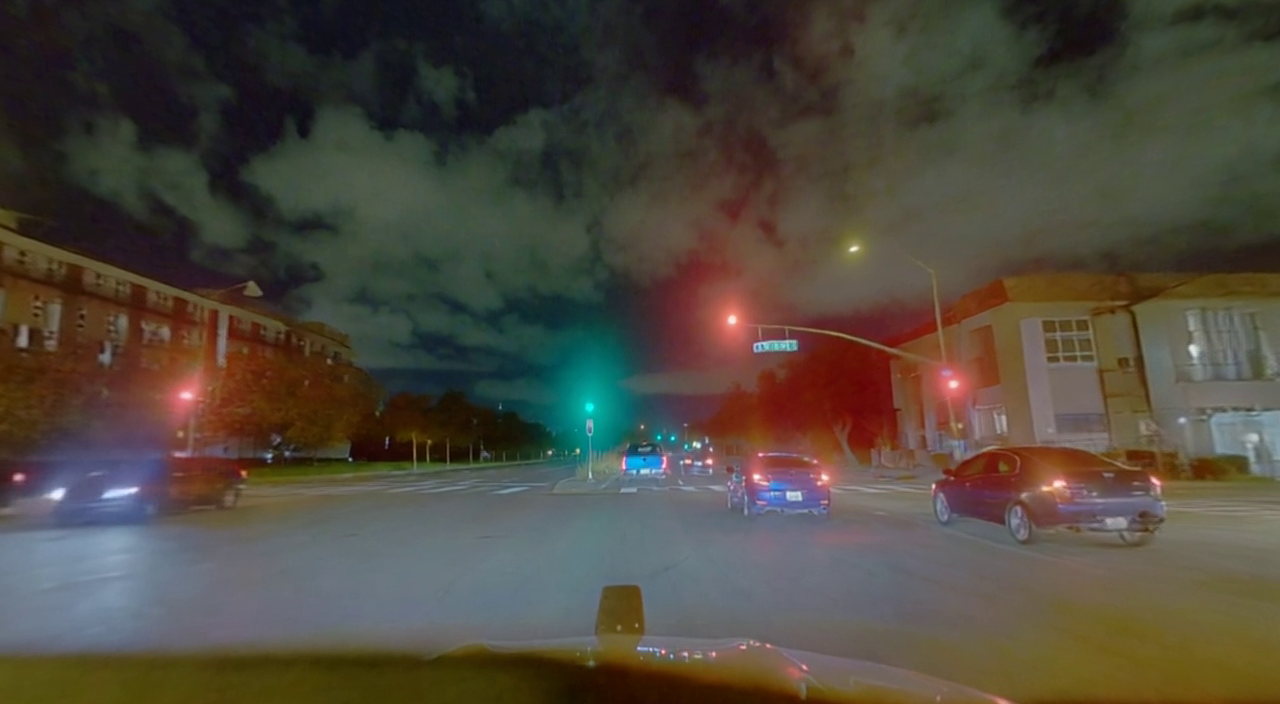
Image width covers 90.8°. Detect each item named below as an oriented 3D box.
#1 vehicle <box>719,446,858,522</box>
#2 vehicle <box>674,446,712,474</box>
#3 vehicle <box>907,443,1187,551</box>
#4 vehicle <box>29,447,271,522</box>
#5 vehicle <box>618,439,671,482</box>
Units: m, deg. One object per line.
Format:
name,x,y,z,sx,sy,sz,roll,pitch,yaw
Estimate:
vehicle,3.203,2.917,14.655,2.057,1.463,4.365,0,-8,-1
vehicle,3.405,7.037,41.391,2.013,1.742,4.424,0,-8,-1
vehicle,6.574,2.337,11.025,1.855,1.469,4.598,0,-8,1
vehicle,-11.230,3.013,15.057,1.989,1.459,4.667,0,-8,0
vehicle,0.221,5.182,30.412,2.344,1.883,4.572,0,-8,0
